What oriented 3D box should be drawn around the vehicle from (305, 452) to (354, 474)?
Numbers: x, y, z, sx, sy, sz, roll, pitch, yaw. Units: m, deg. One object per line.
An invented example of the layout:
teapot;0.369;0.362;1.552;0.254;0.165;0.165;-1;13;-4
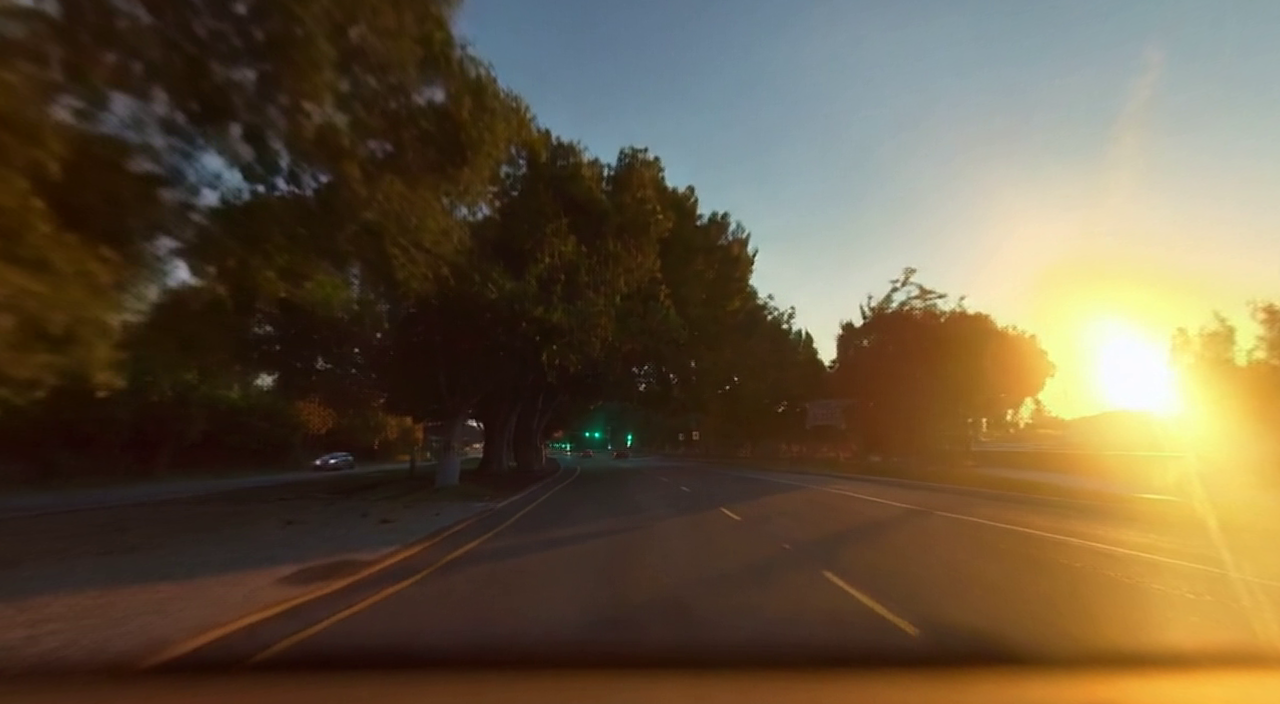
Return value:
vehicle;-24.250;8.640;49.503;1.895;1.604;4.349;1;-8;-5
